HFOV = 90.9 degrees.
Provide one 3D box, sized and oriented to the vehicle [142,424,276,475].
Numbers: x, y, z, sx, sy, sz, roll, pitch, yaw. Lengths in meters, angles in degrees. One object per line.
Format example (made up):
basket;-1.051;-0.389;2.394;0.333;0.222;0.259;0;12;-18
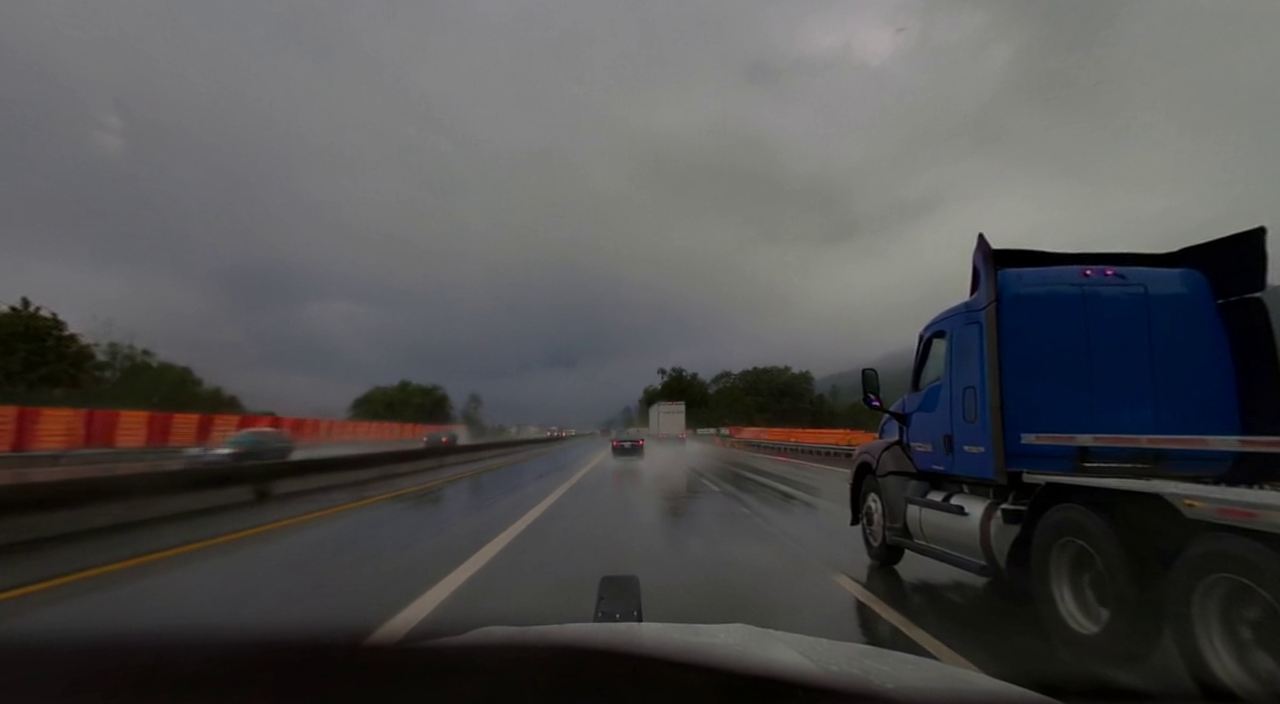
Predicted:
vehicle;-15.219;3.439;22.554;1.848;1.624;4.199;0;-8;-1

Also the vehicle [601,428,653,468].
vehicle;-0.502;3.826;25.257;1.929;1.469;3.677;0;-8;-1

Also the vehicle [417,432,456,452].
vehicle;-15.759;6.987;49.008;1.777;1.458;3.797;0;-8;0

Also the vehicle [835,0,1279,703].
vehicle;3.649;-0.205;1.094;2.919;3.634;10.888;0;-8;-1
